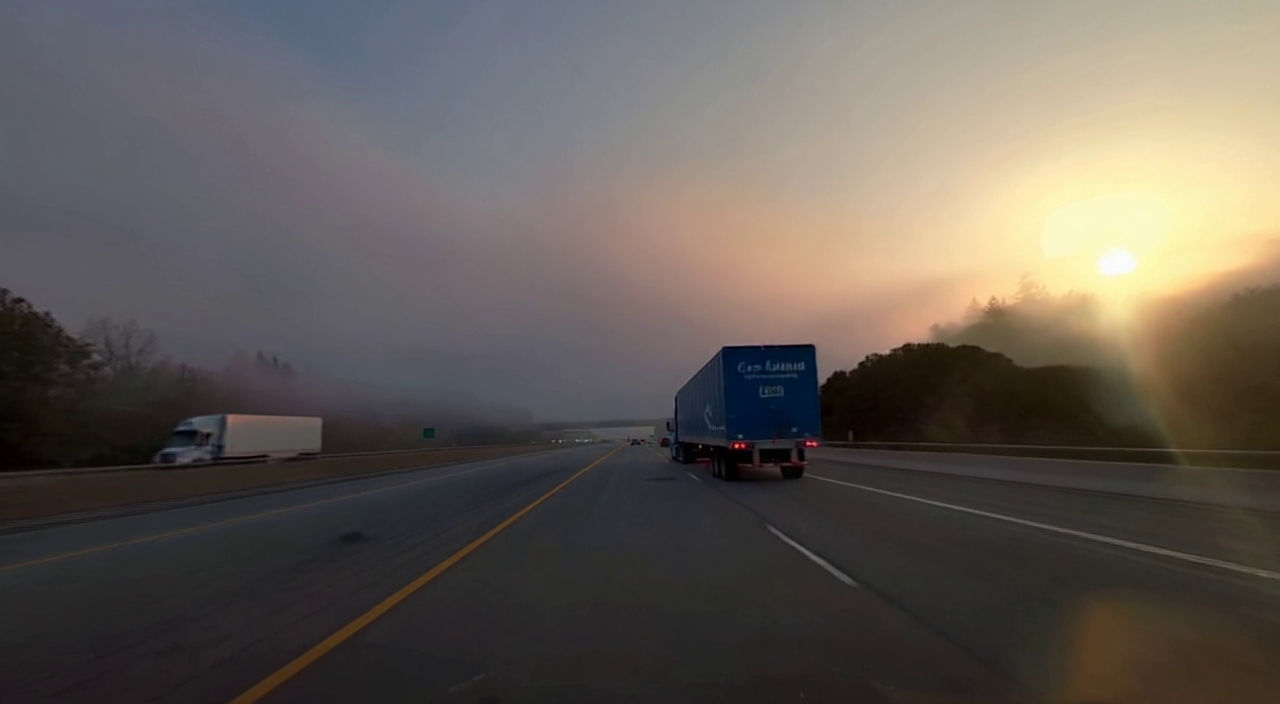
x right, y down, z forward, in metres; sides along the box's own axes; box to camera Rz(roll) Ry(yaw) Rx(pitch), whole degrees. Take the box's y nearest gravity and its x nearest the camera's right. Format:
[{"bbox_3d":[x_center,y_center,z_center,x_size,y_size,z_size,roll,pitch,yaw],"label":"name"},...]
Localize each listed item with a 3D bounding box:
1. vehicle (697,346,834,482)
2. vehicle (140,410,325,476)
[{"bbox_3d":[3.917,2.291,22.079,2.888,3.866,8.380,0,-8,-1],"label":"vehicle"},{"bbox_3d":[-29.401,6.731,46.947,2.918,4.122,14.289,-1,-8,6],"label":"vehicle"}]
